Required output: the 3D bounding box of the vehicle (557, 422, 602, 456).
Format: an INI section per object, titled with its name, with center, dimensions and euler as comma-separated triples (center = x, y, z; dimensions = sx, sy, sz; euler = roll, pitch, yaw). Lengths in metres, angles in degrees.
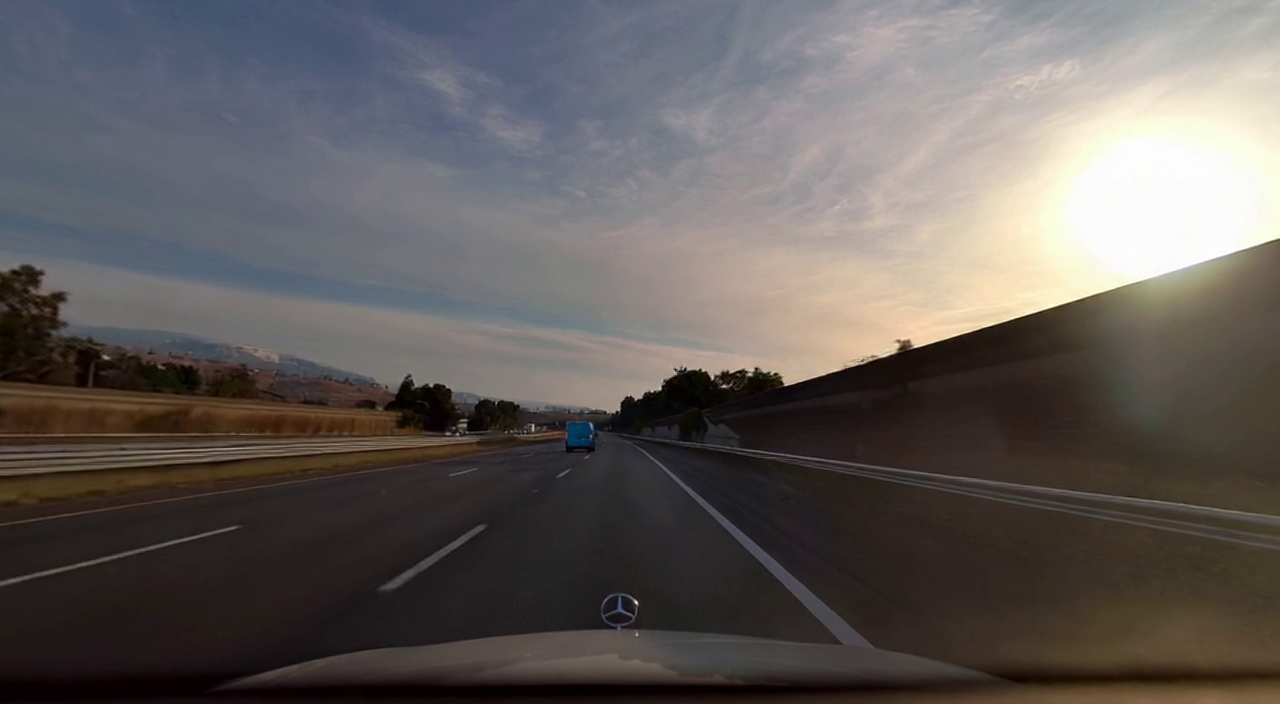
[vehicle]
center = -3.826, 5.628, 40.777
dimensions = 2.309, 2.053, 4.884
euler = 0, -8, 1
